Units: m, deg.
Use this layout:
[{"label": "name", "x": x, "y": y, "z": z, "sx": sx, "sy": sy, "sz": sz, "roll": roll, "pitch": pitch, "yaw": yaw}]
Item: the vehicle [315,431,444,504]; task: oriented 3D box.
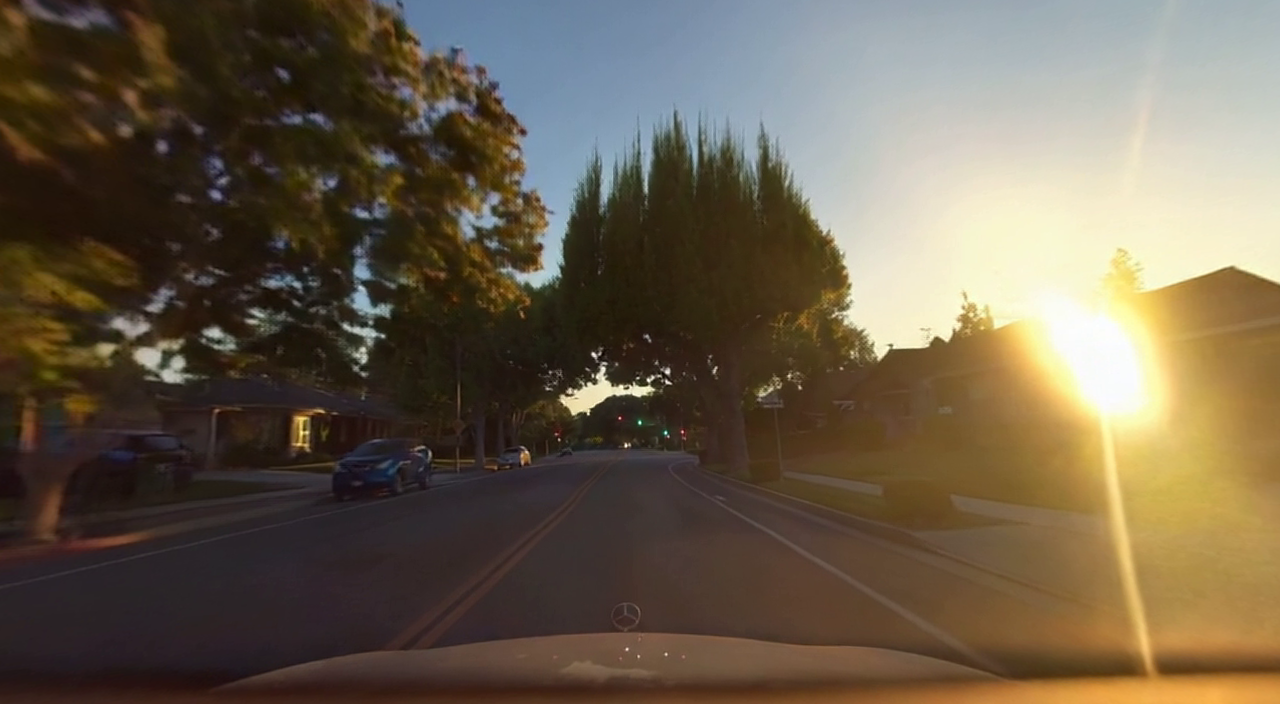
[{"label": "vehicle", "x": -7.637, "y": 3.413, "z": 19.102, "sx": 2.209, "sy": 1.807, "sz": 4.432, "roll": -2, "pitch": -9, "yaw": -3}]

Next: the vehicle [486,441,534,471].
[{"label": "vehicle", "x": -8.299, "y": 6.673, "z": 40.590, "sx": 2.130, "sy": 1.692, "sz": 4.544, "roll": -3, "pitch": -8, "yaw": -1}]
